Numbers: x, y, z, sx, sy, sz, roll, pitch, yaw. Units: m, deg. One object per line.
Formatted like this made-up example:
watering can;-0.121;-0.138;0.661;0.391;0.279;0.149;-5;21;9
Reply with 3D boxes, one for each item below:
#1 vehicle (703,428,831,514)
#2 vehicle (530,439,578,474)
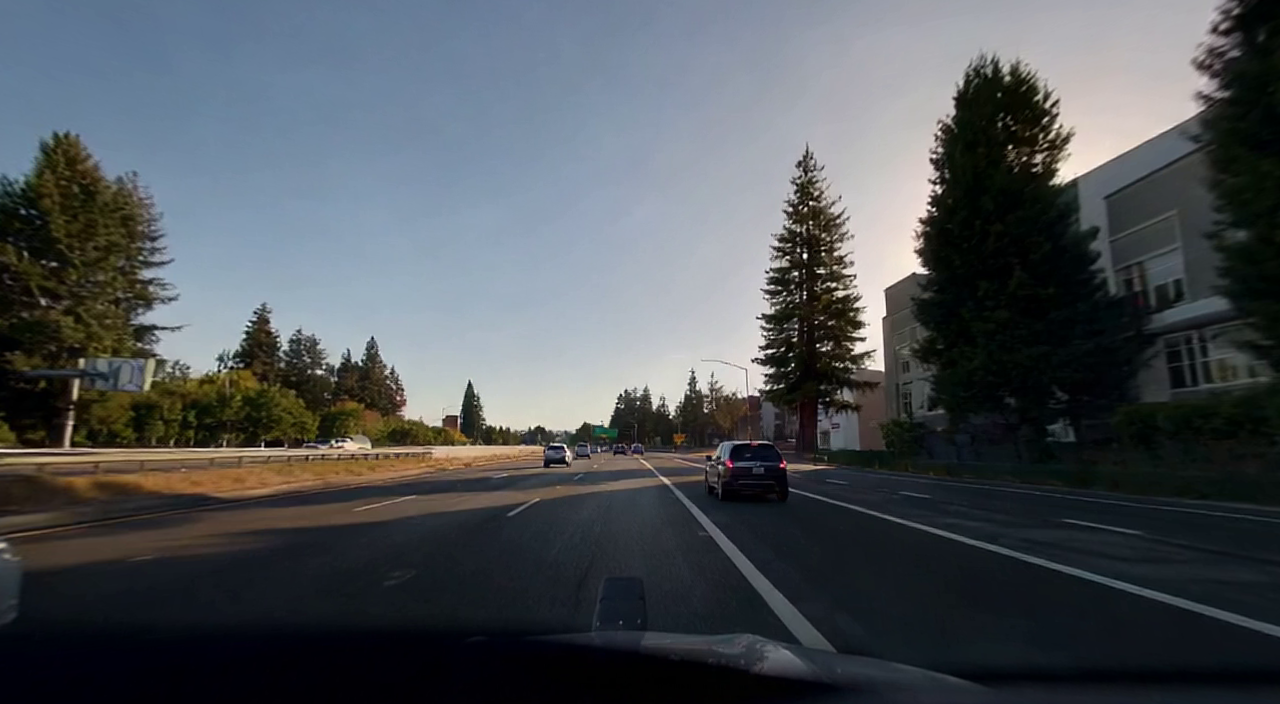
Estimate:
vehicle;2.741;2.683;14.758;1.997;1.686;4.247;0;-8;-2
vehicle;-4.784;5.883;35.851;2.160;1.794;4.646;0;-8;-1
